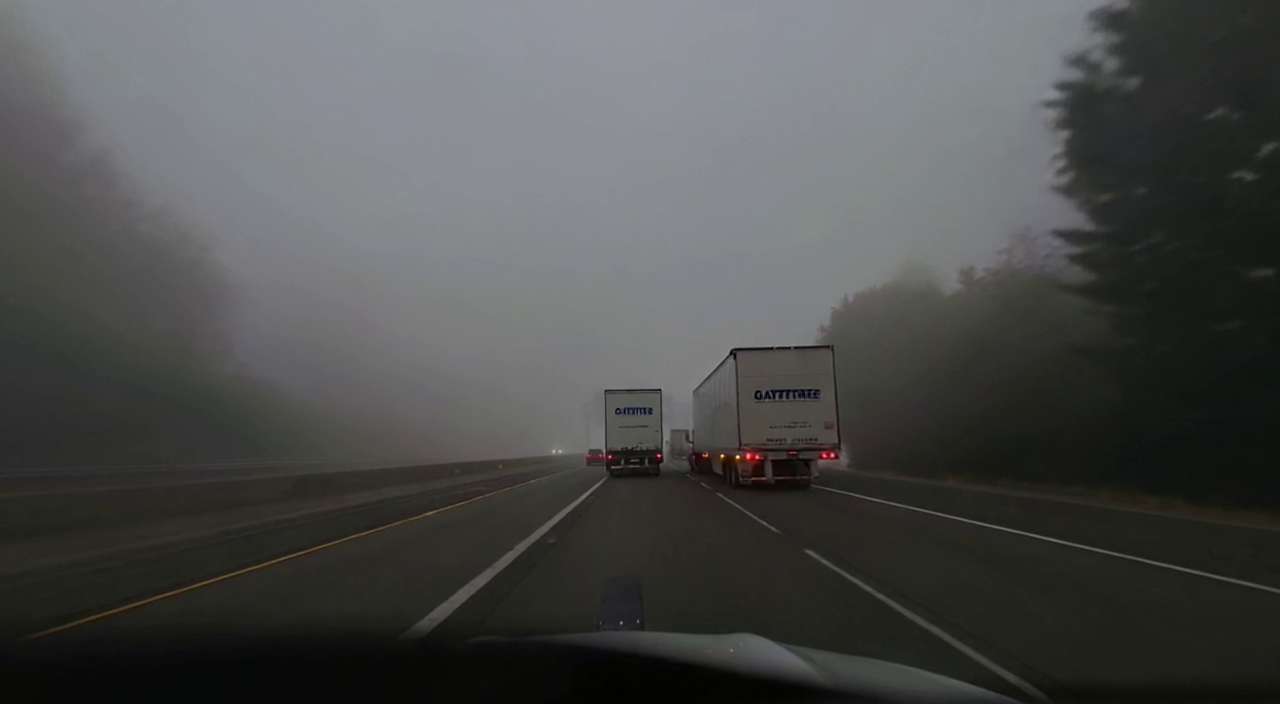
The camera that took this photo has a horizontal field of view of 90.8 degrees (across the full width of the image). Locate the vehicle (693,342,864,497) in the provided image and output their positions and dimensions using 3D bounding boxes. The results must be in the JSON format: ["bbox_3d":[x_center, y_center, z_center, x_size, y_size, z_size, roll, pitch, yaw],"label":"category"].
[{"bbox_3d":[4.274,2.874,24.086,3.044,4.128,14.482,0,-9,-1],"label":"vehicle"}]

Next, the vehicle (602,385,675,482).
[{"bbox_3d":[-0.063,3.951,29.809,2.864,3.805,9.709,0,-9,0],"label":"vehicle"}]
